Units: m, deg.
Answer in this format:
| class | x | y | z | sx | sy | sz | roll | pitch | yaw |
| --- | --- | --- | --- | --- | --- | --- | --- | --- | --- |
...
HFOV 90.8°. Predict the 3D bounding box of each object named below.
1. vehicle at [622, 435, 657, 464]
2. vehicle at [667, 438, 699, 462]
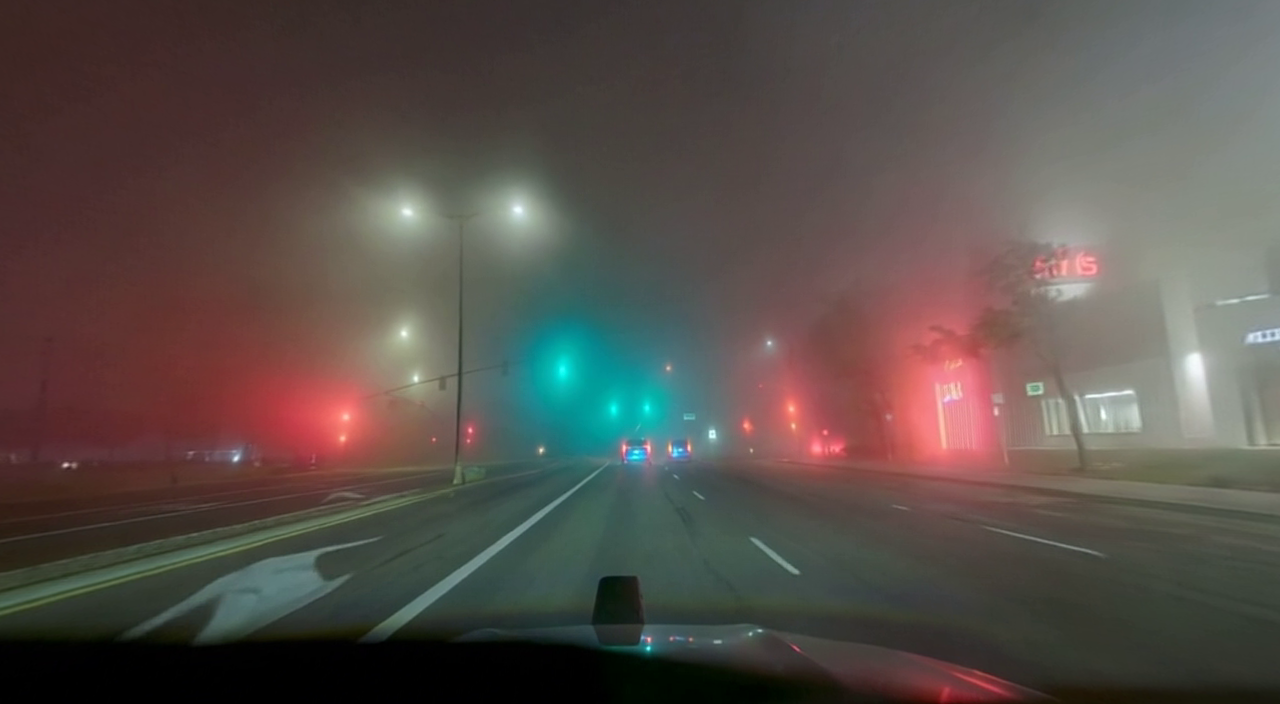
| class | x | y | z | sx | sy | sz | roll | pitch | yaw |
| --- | --- | --- | --- | --- | --- | --- | --- | --- | --- |
| vehicle | -0.096 | 7.084 | 46.123 | 2.413 | 1.939 | 4.716 | 0 | -8 | -2 |
| vehicle | 3.317 | 7.631 | 49.298 | 2.107 | 1.736 | 4.228 | 0 | -8 | -2 |
